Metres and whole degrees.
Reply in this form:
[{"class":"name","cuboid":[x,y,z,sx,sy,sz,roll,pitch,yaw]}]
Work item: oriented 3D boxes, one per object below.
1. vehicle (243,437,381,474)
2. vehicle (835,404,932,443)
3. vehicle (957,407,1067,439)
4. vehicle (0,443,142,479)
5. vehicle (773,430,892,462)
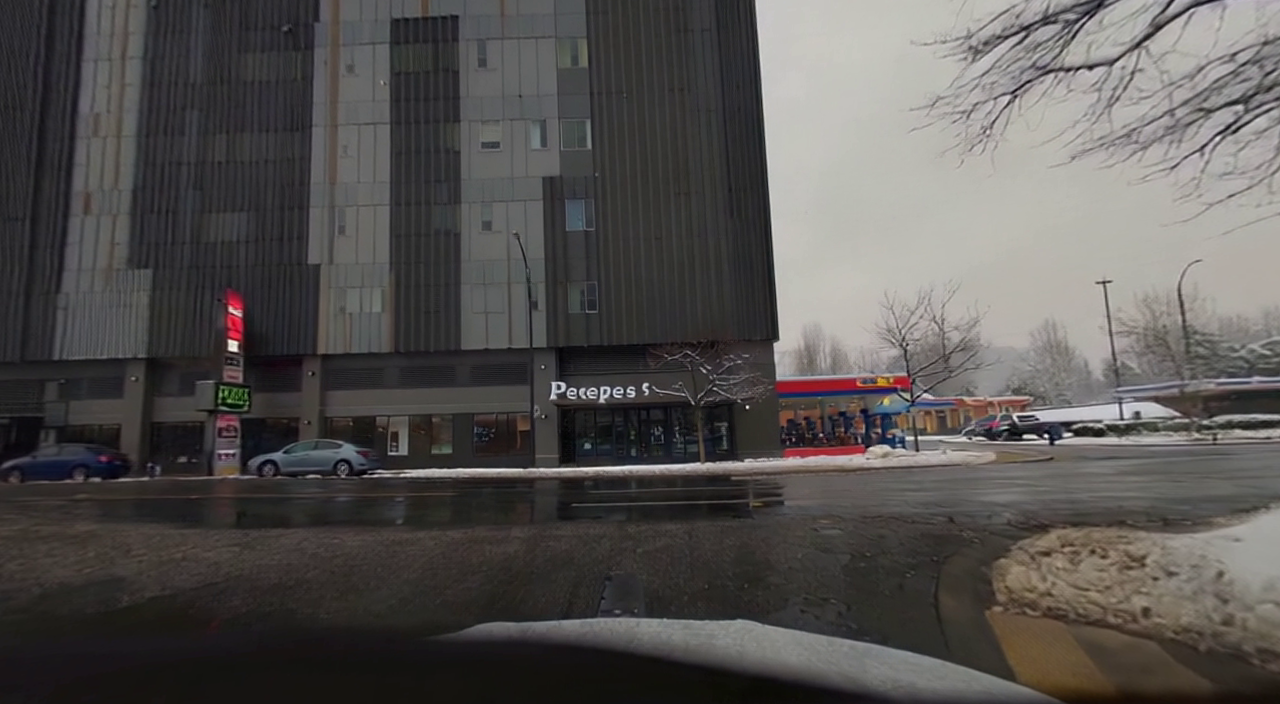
[{"class":"vehicle","cuboid":[-13.931,4.420,27.027,4.857,1.497,1.811,0,-9,2]},{"class":"vehicle","cuboid":[16.158,4.803,42.132,5.524,2.504,2.196,1,-9,-3]},{"class":"vehicle","cuboid":[28.596,5.456,48.721,7.026,2.329,2.545,1,-6,-4]},{"class":"vehicle","cuboid":[-23.606,4.502,26.175,4.321,1.430,1.775,0,-9,-2]},{"class":"vehicle","cuboid":[8.566,4.230,28.329,4.782,1.371,1.763,1,-9,-6]}]
